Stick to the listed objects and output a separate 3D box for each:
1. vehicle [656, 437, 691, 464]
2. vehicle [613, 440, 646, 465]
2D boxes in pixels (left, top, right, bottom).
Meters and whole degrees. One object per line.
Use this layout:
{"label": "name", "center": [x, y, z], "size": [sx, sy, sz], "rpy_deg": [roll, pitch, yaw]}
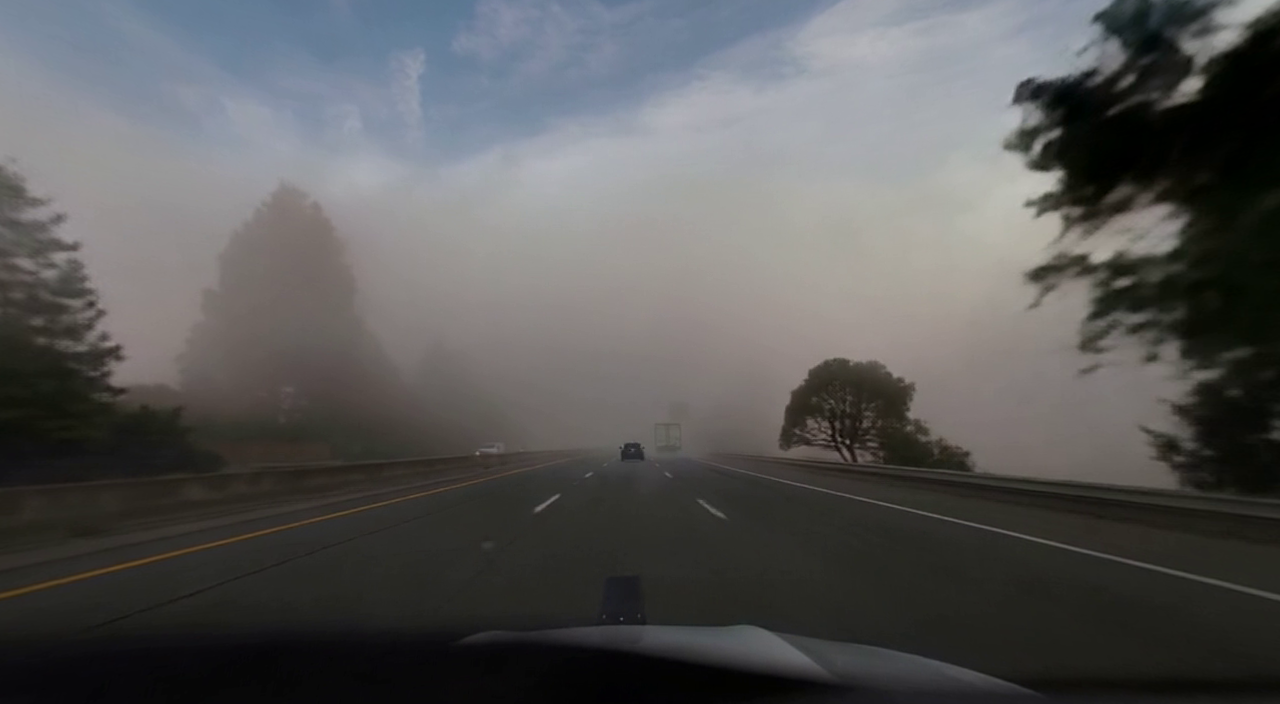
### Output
{"label": "vehicle", "center": [2.447, 7.363, 47.212], "size": [2.139, 1.925, 4.312], "rpy_deg": [0, -9, -2]}
{"label": "vehicle", "center": [-0.729, 6.963, 43.713], "size": [2.173, 1.598, 4.293], "rpy_deg": [0, -9, -1]}
